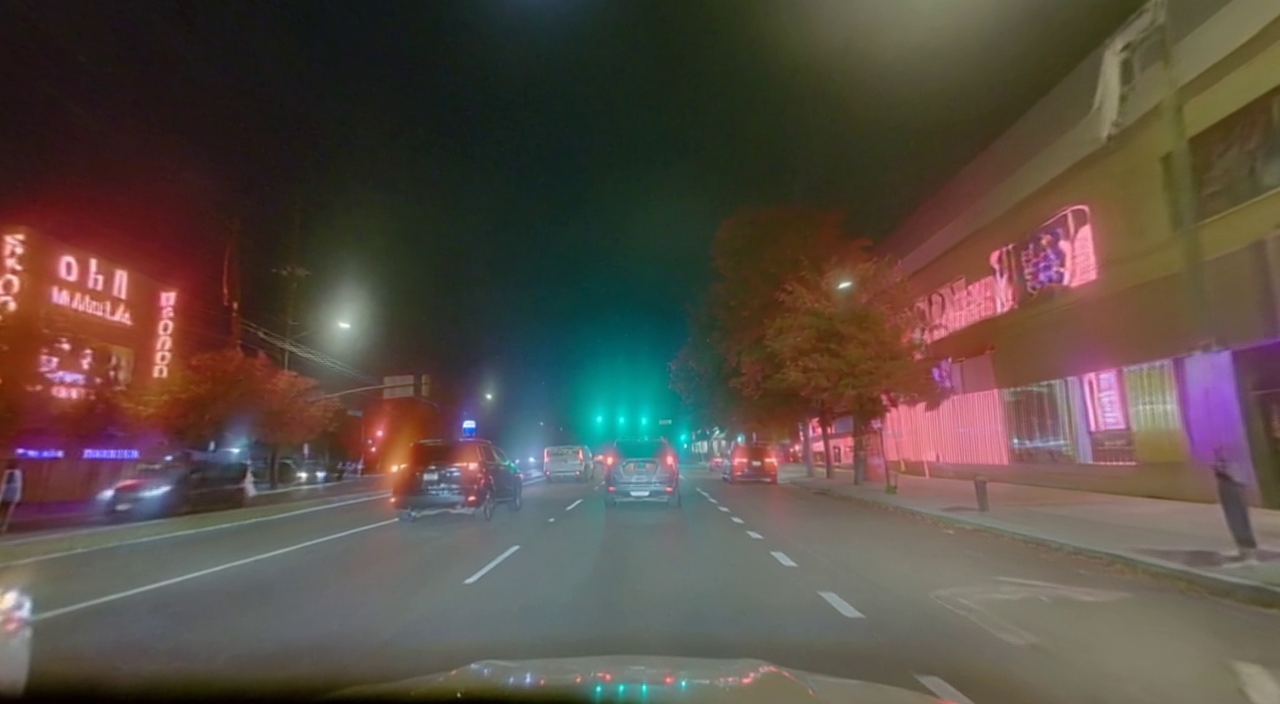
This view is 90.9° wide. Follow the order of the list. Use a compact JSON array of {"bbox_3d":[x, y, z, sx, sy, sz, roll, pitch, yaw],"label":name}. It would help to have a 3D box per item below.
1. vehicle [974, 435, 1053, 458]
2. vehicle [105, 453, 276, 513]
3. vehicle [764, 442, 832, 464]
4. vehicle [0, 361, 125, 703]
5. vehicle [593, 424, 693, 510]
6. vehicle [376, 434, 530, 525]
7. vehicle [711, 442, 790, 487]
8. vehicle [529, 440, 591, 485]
[{"bbox_3d":[26.500,6.738,44.894,4.361,1.478,1.909,-3,-9,12],"label":"vehicle"},{"bbox_3d":[-14.678,4.254,21.012,2.115,1.654,4.727,0,-8,1],"label":"vehicle"},{"bbox_3d":[11.545,7.350,46.034,4.736,1.526,1.878,5,-9,-29],"label":"vehicle"},{"bbox_3d":[-3.324,0.592,0.485,1.975,1.624,4.481,0,-8,1],"label":"vehicle"},{"bbox_3d":[0.090,2.699,15.229,2.075,1.770,4.018,0,-8,1],"label":"vehicle"},{"bbox_3d":[-3.711,2.586,13.410,1.886,1.599,4.247,0,-8,1],"label":"vehicle"},{"bbox_3d":[3.931,4.078,23.230,1.986,1.457,4.566,0,-8,-1],"label":"vehicle"},{"bbox_3d":[-3.162,4.436,25.610,1.894,1.642,3.861,0,-8,2],"label":"vehicle"}]
